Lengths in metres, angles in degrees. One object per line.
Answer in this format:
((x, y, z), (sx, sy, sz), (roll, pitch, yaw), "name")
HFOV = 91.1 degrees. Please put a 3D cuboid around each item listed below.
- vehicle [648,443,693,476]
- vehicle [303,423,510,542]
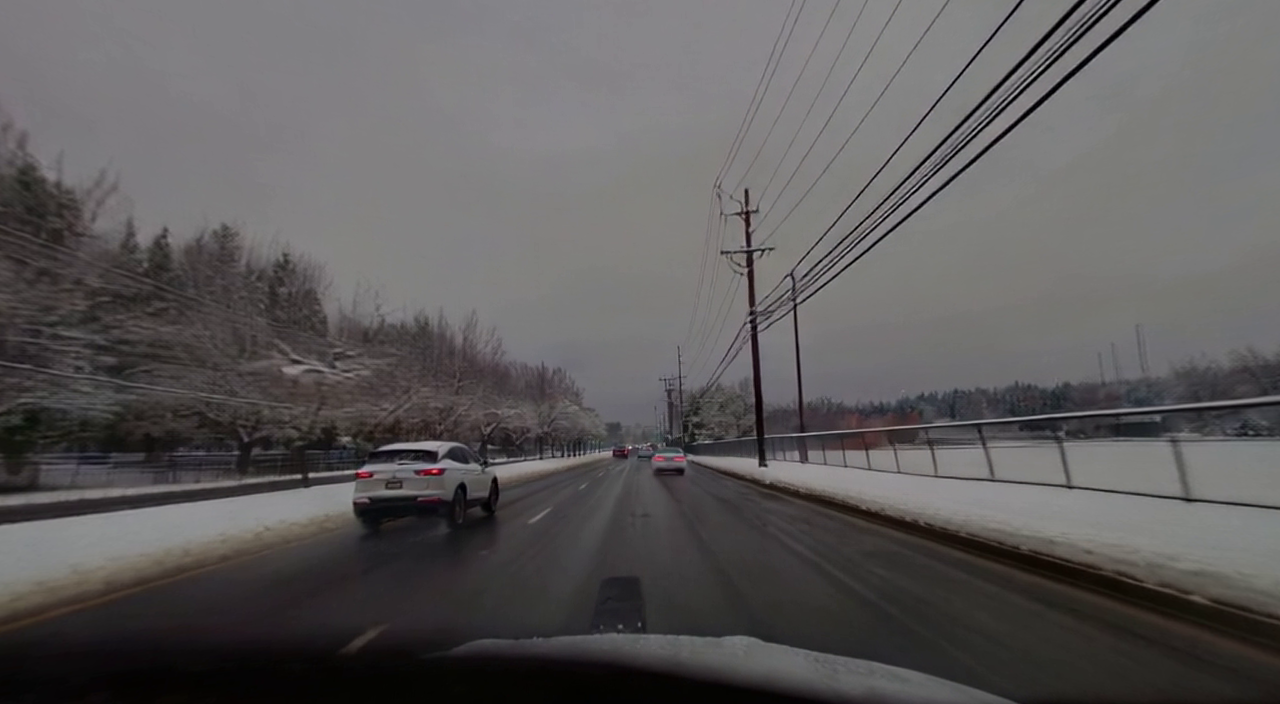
((1.436, 5.282, 31.032), (2.059, 1.486, 3.980), (0, -8, 1), "vehicle")
((-3.813, 2.201, 11.256), (1.950, 1.692, 4.397), (0, -8, 1), "vehicle")
